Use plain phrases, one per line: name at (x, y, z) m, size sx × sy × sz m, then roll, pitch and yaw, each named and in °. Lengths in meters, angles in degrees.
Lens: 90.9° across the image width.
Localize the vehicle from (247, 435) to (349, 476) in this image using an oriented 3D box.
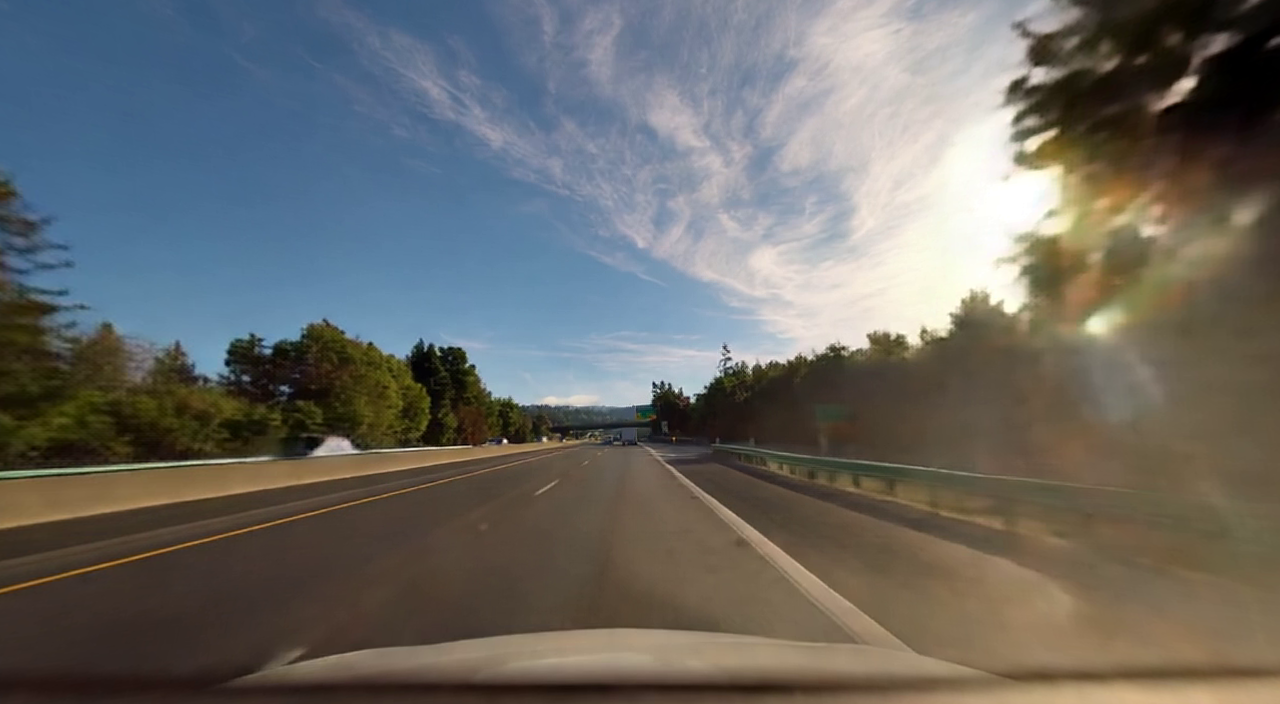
vehicle at (-13.190, 3.989, 24.581) m, size 1.753 × 1.440 × 3.948 m, roll 0°, pitch -7°, yaw 0°
